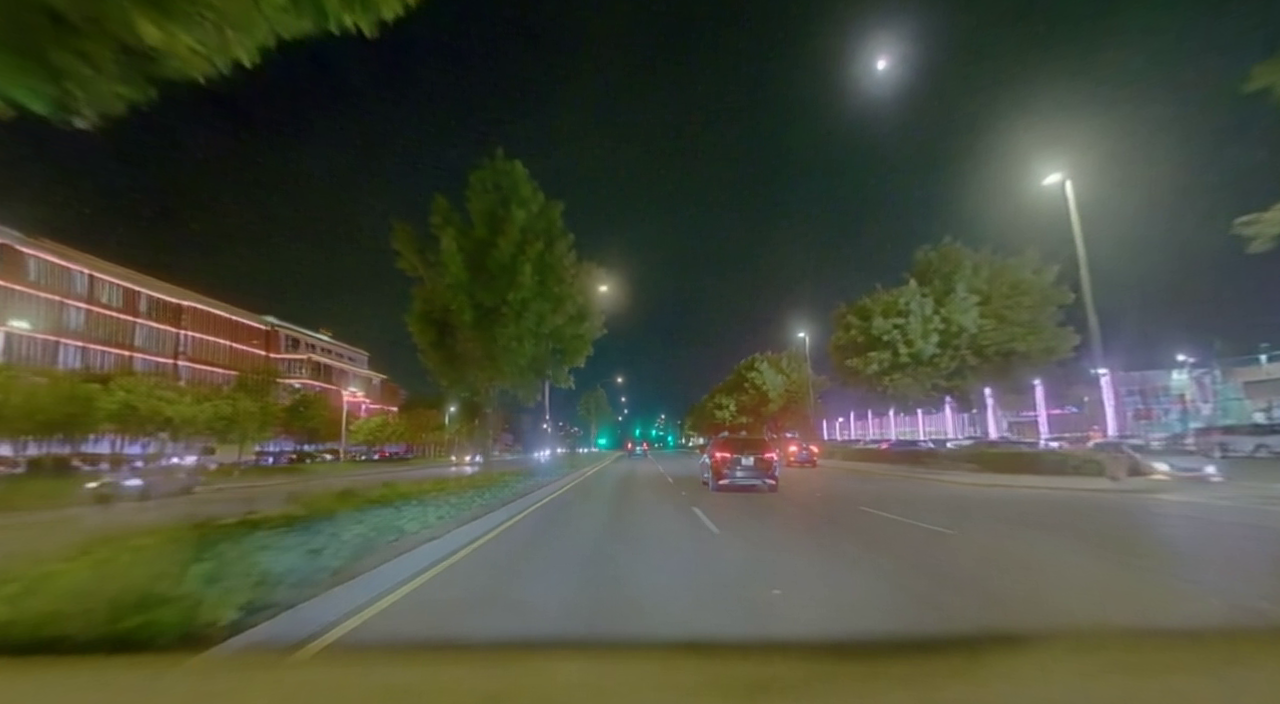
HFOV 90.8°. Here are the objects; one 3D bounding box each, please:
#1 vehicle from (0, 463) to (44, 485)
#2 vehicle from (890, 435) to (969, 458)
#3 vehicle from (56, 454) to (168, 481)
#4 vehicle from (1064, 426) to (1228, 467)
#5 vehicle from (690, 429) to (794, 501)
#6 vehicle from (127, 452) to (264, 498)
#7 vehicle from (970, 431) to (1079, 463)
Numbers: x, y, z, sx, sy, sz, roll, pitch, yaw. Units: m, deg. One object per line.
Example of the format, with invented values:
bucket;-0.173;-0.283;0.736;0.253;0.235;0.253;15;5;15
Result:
vehicle;-42.647;8.163;42.335;3.598;1.432;1.688;0;-8;1
vehicle;19.799;6.477;43.325;4.518;1.501;1.902;0;-8;0
vehicle;-29.287;6.415;35.176;4.340;1.422;1.976;1;-8;-5
vehicle;19.556;3.668;24.590;4.584;1.503;1.942;0;-8;2
vehicle;2.563;2.955;16.939;1.963;1.677;4.229;0;-8;-1
vehicle;-16.386;4.508;23.638;1.927;1.492;4.347;0;-8;0
vehicle;19.701;4.883;32.536;4.227;1.567;2.034;0;-8;1
